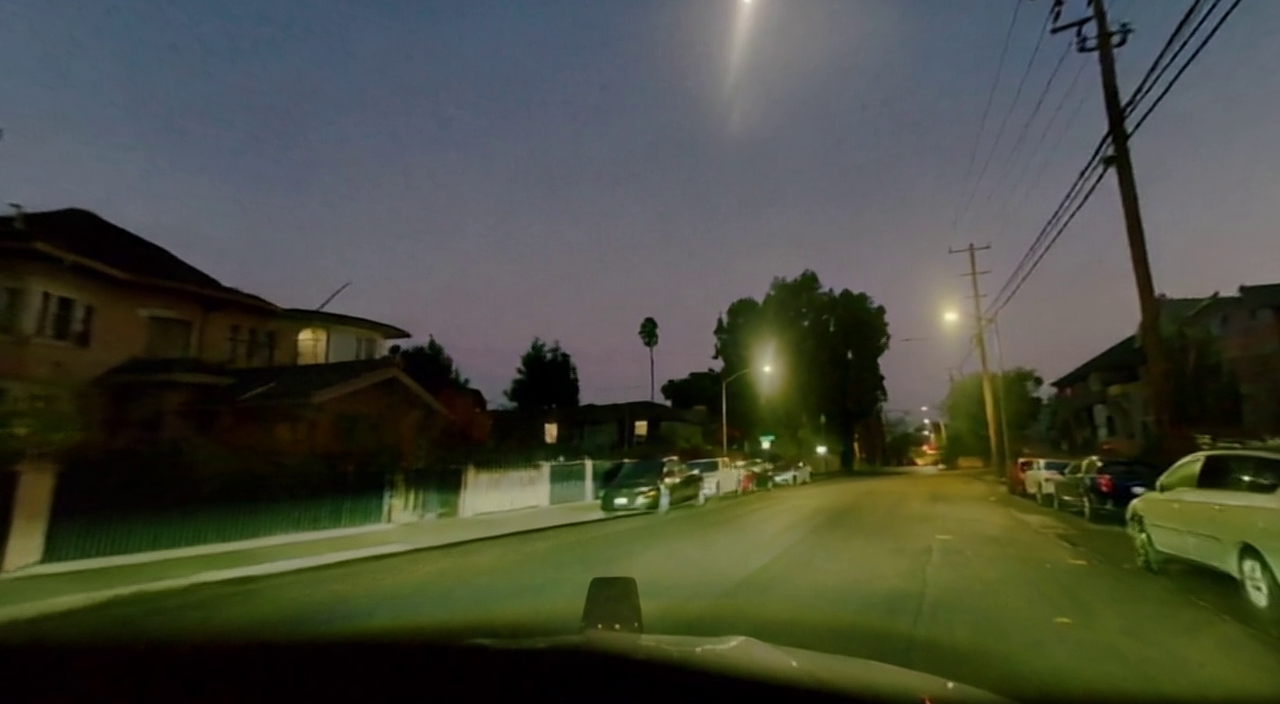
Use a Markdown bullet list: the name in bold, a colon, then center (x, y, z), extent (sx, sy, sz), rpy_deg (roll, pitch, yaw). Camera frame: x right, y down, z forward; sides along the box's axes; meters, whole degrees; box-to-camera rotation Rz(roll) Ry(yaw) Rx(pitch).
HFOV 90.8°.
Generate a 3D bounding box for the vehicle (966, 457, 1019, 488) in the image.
- **vehicle**: center (19.037, 6.475, 34.271), extent (1.979, 1.480, 4.500), rpy_deg (-4, -9, 23)

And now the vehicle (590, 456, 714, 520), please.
- **vehicle**: center (0.501, 3.728, 17.905), extent (1.930, 1.478, 4.731), rpy_deg (-4, -9, 22)

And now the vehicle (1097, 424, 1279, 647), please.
- **vehicle**: center (6.769, 1.618, 6.330), extent (2.439, 1.670, 4.631), rpy_deg (-4, -9, 23)
